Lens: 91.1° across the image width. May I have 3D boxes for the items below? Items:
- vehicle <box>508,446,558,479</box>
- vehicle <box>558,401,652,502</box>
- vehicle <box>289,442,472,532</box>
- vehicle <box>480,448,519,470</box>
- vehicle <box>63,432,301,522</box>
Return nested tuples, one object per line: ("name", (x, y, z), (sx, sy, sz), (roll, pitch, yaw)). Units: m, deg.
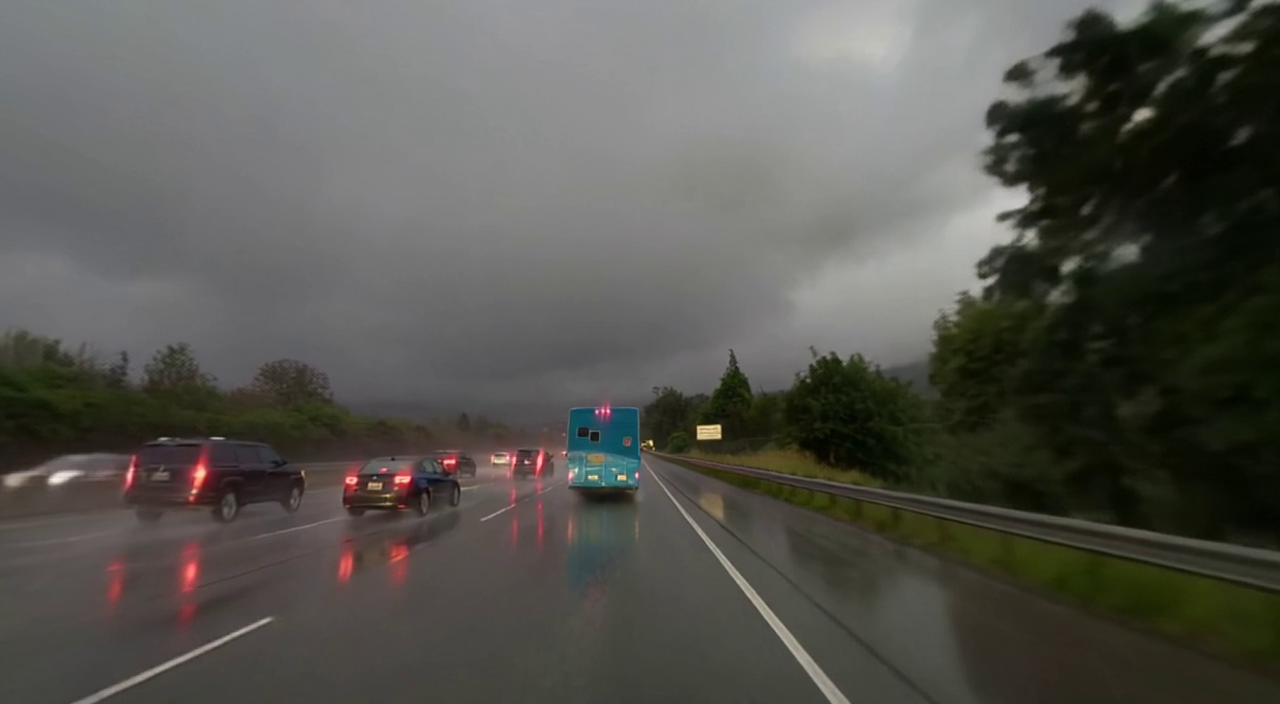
("vehicle", (-5.188, 5.391, 30.850), (1.872, 1.480, 3.545), (0, -9, -1))
("vehicle", (-0.953, 2.958, 18.800), (2.394, 2.556, 5.232), (0, -9, -1))
("vehicle", (-4.777, 2.512, 12.309), (1.876, 1.438, 4.072), (0, -9, -1))
("vehicle", (-10.090, 7.671, 45.300), (1.886, 1.462, 4.084), (0, -9, -1))
("vehicle", (-9.608, 2.642, 13.763), (2.010, 1.621, 4.252), (0, -9, -1))
